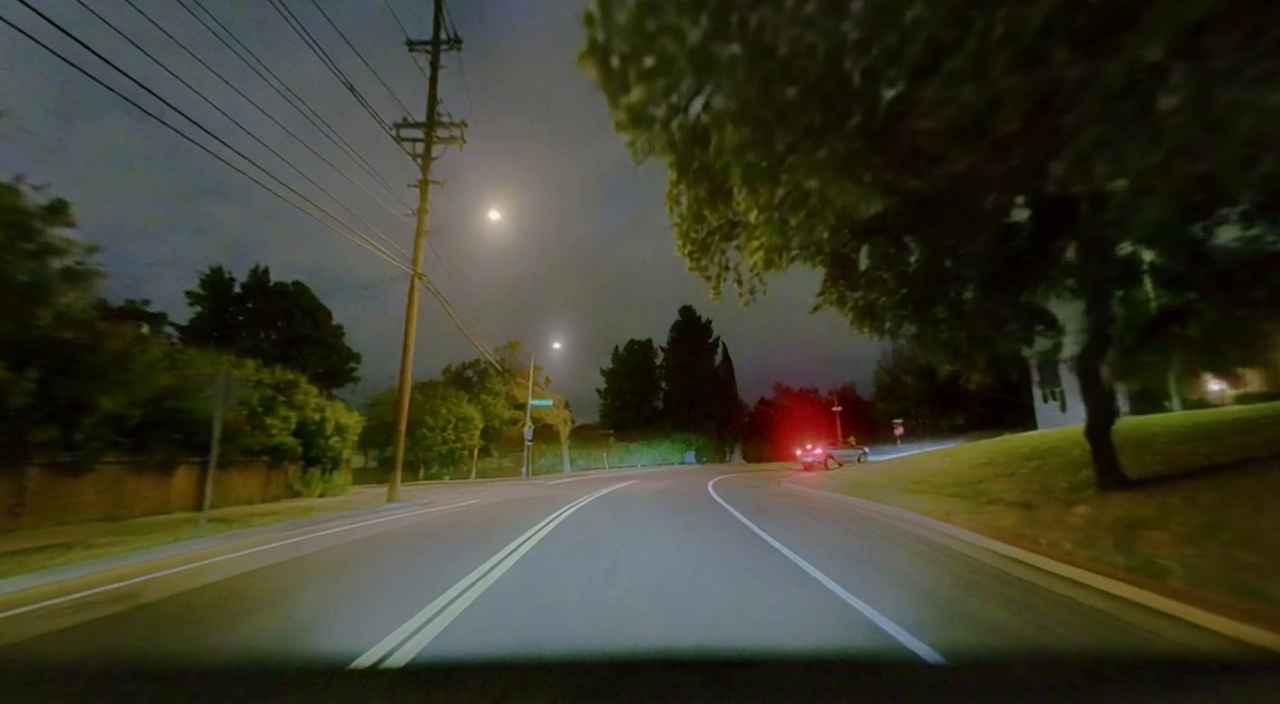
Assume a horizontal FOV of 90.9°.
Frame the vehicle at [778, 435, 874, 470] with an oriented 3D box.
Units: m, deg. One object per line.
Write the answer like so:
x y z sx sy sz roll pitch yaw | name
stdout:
9.971 5.359 33.728 4.810 1.732 2.176 5 -10 -31 | vehicle
